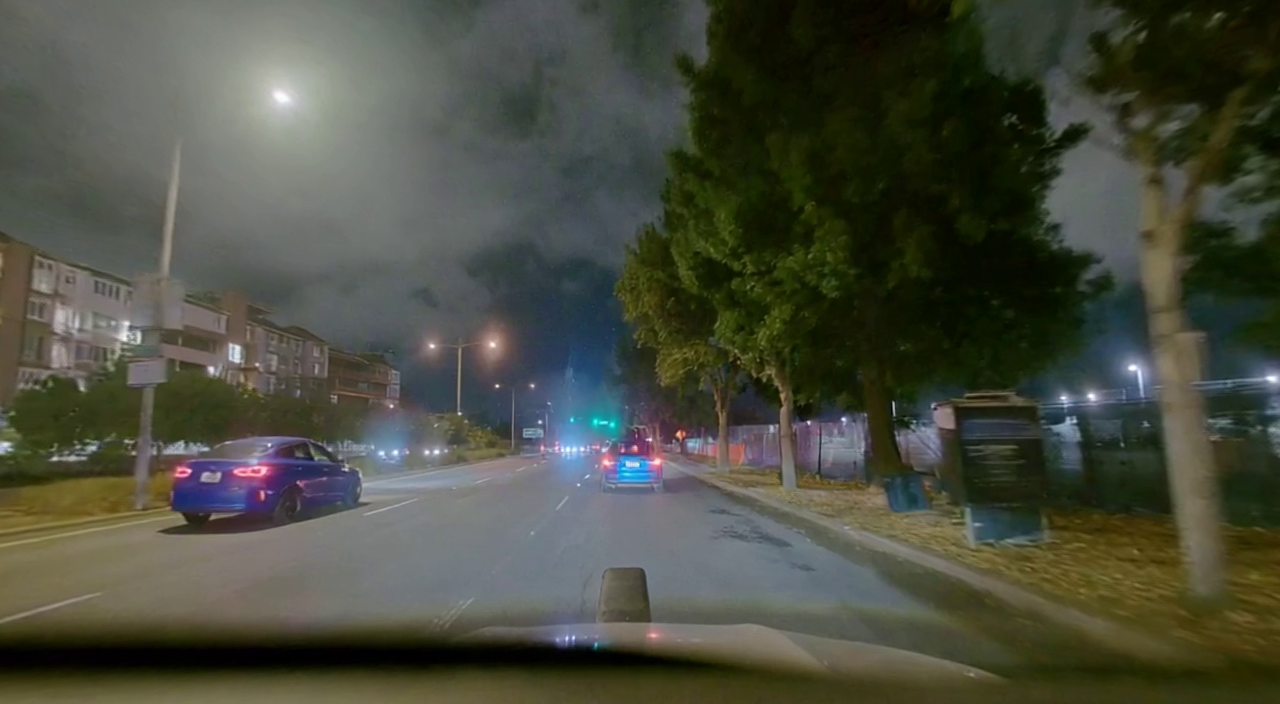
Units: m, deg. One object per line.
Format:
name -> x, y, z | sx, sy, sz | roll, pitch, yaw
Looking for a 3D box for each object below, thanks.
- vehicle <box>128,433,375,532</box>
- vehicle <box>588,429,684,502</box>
vehicle -> -6.871, 2.314, 11.875 | 1.877, 1.479, 4.430 | 0, -8, -1
vehicle -> -0.203, 2.927, 16.685 | 2.227, 1.654, 4.091 | 0, -8, -3
